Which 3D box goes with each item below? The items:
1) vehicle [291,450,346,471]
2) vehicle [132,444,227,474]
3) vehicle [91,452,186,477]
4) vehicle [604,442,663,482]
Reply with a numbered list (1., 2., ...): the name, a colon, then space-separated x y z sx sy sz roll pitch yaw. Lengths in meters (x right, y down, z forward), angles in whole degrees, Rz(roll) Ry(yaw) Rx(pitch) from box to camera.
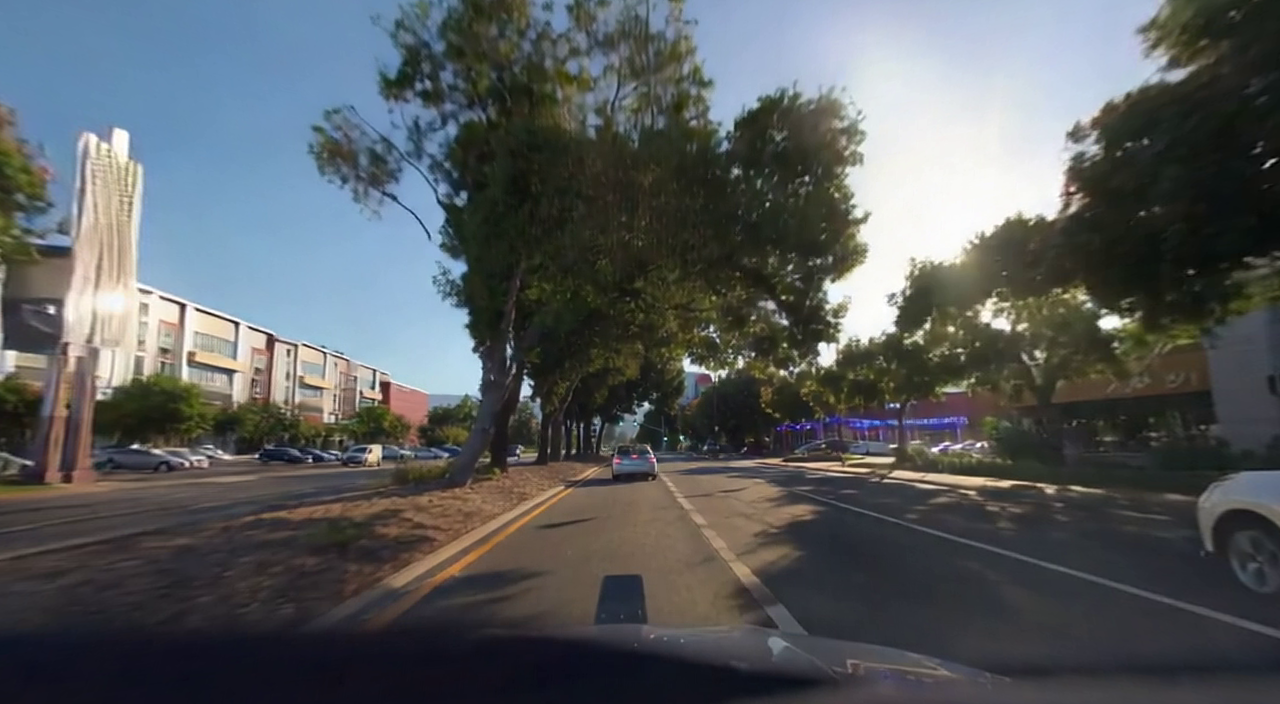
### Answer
1. vehicle: -24.271 8.164 47.911 1.915 1.460 4.717 0 -8 -3
2. vehicle: -33.130 7.633 45.537 5.124 2.003 2.233 7 -11 -41
3. vehicle: -33.073 7.374 41.758 4.686 1.478 1.801 7 -11 -41
4. vehicle: -0.273 4.379 25.509 2.185 1.473 3.925 0 -8 -1
